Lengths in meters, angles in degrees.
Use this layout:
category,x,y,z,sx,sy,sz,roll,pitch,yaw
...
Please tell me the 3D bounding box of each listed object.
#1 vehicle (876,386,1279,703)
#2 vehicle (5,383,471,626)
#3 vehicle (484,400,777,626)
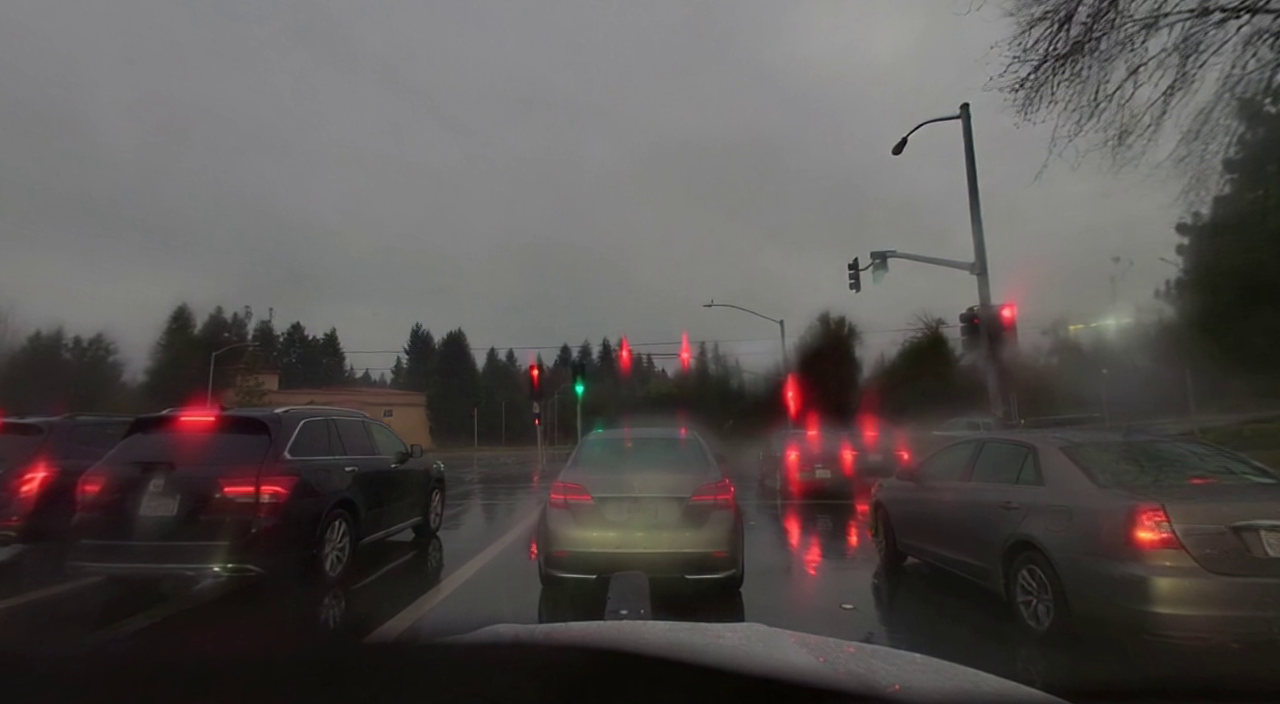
category,x,y,z,sx,sy,sz,roll,pitch,yaw
vehicle,3.580,1.199,4.602,2.010,1.486,4.498,0,-8,1
vehicle,-3.557,1.425,6.842,2.014,1.755,4.360,0,-8,3
vehicle,-0.049,1.399,6.301,2.047,1.579,3.642,0,-8,1
